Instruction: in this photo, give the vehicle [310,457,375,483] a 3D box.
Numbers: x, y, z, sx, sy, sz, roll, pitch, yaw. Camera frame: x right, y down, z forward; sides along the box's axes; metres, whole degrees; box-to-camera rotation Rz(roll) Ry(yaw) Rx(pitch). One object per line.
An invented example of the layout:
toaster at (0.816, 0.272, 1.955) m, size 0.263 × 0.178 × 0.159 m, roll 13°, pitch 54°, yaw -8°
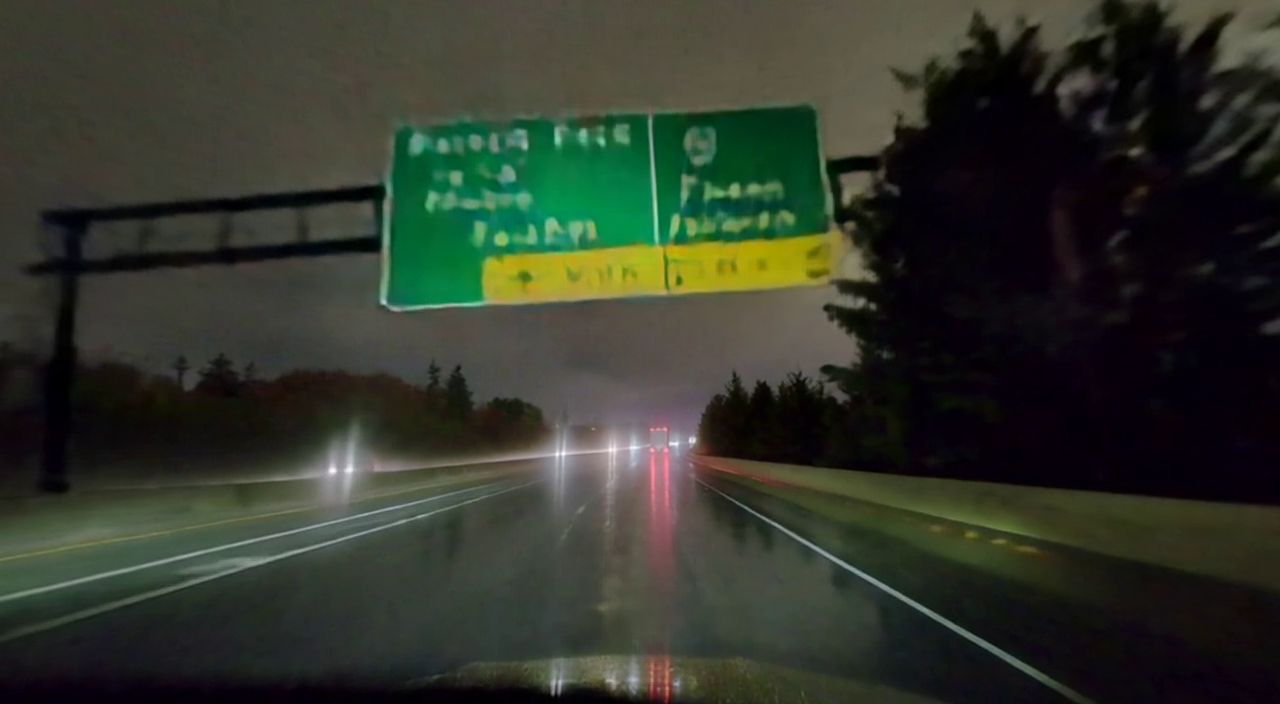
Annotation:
vehicle at (-19.088, 7.569, 40.418) m, size 1.859 × 1.478 × 4.539 m, roll 0°, pitch -9°, yaw 2°
